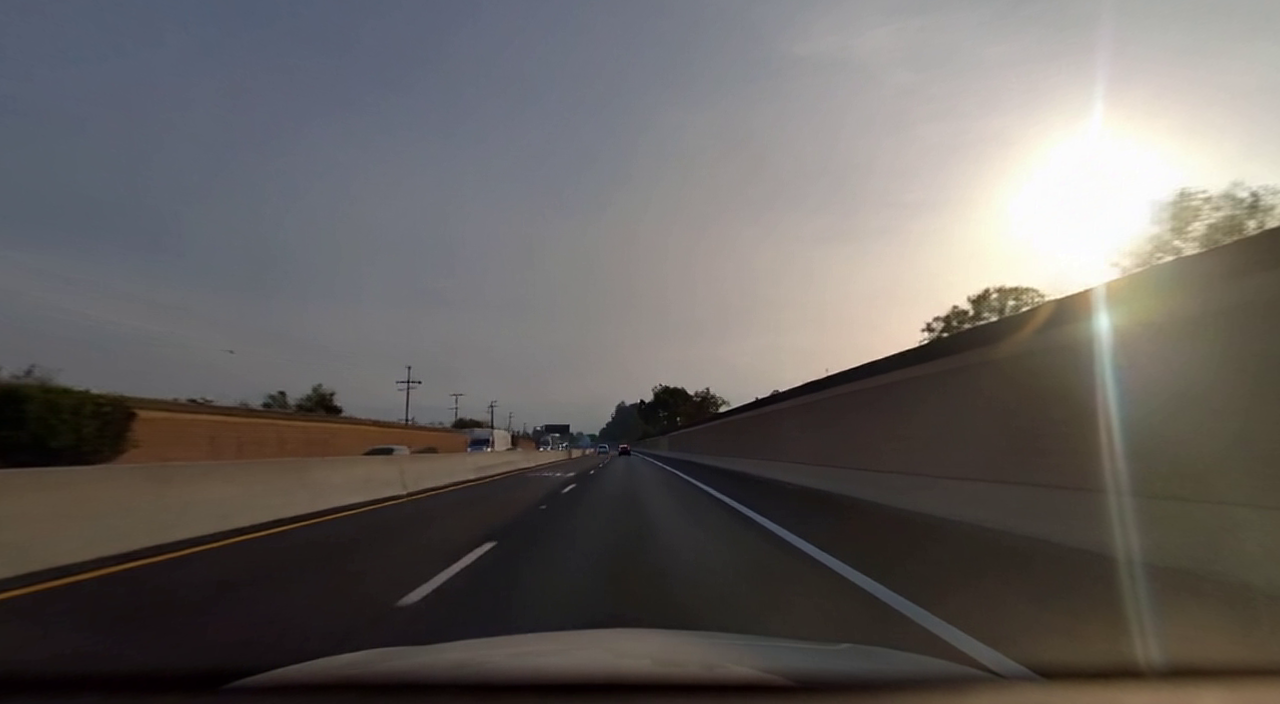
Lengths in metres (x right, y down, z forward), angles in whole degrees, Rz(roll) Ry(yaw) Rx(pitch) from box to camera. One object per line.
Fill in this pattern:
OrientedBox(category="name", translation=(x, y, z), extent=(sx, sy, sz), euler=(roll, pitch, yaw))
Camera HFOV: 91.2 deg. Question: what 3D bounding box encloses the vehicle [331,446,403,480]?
OrientedBox(category="vehicle", translation=(-13.565, 5.521, 31.371), extent=(1.883, 1.562, 4.072), euler=(0, -9, -2))
